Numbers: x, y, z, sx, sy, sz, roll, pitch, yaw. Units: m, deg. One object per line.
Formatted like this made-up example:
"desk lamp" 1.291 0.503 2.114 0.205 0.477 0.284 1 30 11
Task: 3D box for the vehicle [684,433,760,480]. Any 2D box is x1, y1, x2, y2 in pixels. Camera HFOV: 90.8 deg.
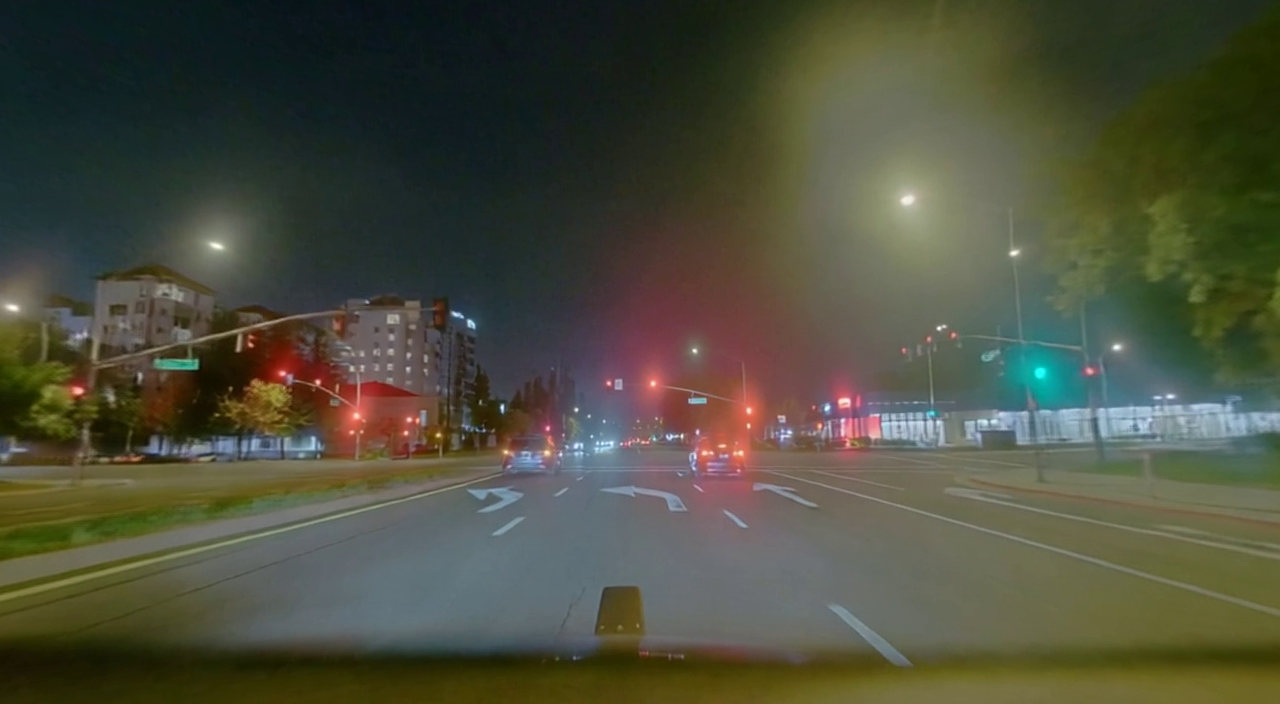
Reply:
"vehicle" 2.875 3.830 23.338 2.130 1.524 4.722 0 -9 -1

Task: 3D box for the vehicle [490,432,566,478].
"vehicle" -4.062 3.849 23.742 1.973 1.526 4.533 0 -9 1
